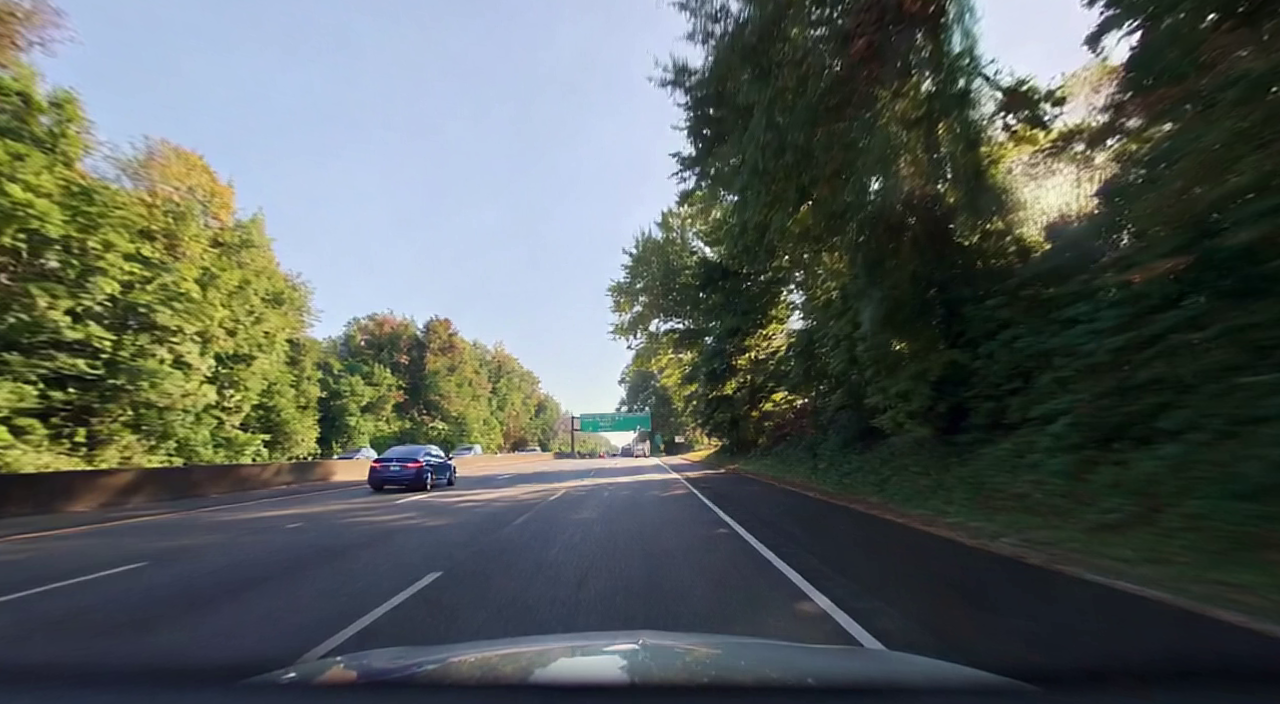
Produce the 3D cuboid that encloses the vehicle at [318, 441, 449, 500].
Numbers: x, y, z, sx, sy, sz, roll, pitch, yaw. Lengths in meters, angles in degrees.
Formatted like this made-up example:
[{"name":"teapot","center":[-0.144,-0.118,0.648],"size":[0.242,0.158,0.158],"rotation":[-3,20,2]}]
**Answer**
[{"name":"vehicle","center":[-7.687,3.574,19.509],"size":[2.094,1.579,4.655],"rotation":[0,-9,0]}]
